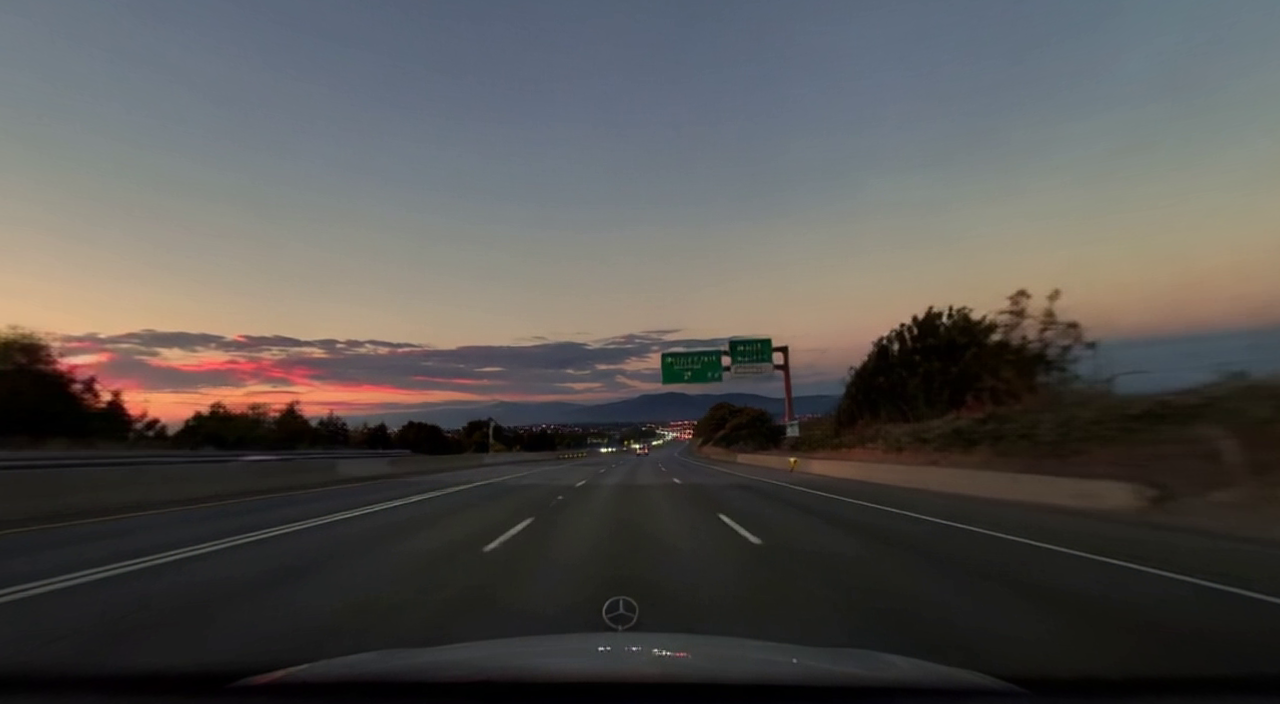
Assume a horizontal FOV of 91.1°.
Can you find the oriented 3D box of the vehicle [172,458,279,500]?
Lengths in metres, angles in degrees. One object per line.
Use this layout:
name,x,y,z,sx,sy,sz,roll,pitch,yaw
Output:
vehicle,-16.243,4.966,24.868,1.733,1.438,3.647,0,-9,0
